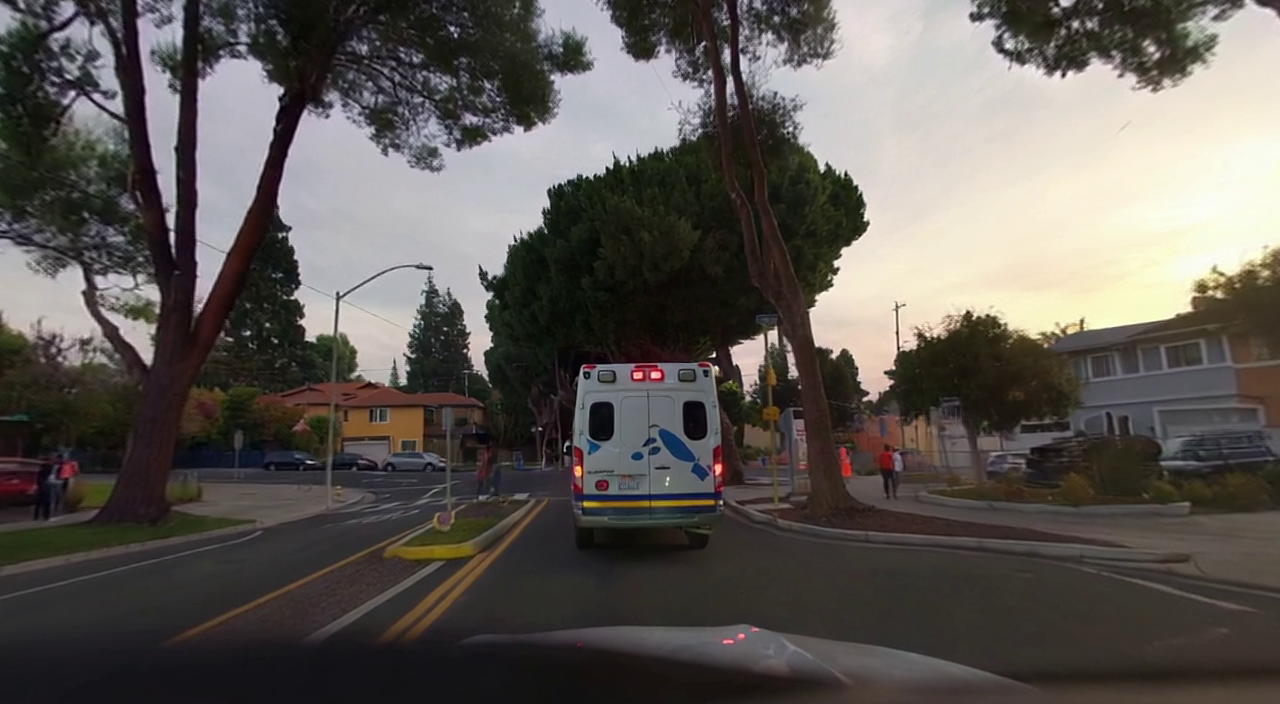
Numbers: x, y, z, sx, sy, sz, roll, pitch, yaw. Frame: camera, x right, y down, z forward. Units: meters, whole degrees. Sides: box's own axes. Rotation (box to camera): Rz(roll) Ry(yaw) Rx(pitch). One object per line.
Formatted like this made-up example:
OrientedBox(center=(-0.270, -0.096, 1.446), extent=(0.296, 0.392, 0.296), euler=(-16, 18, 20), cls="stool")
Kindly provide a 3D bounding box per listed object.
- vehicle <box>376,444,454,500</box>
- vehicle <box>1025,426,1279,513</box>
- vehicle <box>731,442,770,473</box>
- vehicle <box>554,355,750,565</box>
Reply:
OrientedBox(center=(-8.418, 4.323, 23.324), extent=(2.290, 1.776, 4.947), euler=(3, -9, -24), cls="vehicle")
OrientedBox(center=(13.220, 2.933, 16.044), extent=(5.270, 1.966, 2.329), euler=(-2, -9, 11), cls="vehicle")
OrientedBox(center=(7.004, 6.711, 40.427), extent=(2.056, 1.810, 4.502), euler=(-1, -8, 5), cls="vehicle")
OrientedBox(center=(0.147, 1.745, 10.794), extent=(2.444, 2.640, 5.482), euler=(0, -8, 0), cls="vehicle")
